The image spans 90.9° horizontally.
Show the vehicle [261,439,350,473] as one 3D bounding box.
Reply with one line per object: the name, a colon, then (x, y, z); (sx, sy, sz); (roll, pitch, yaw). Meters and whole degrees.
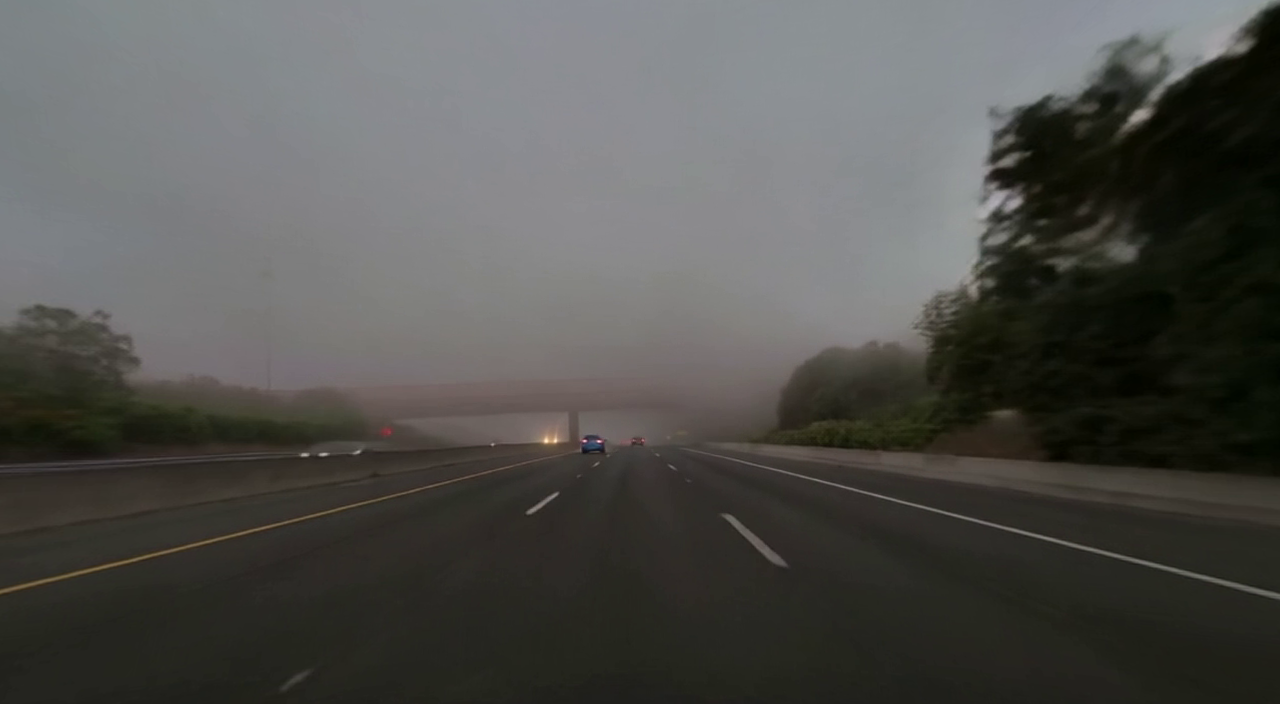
vehicle: (-16.421, 5.082, 31.278); (1.867, 1.512, 4.741); (0, -8, 0)
